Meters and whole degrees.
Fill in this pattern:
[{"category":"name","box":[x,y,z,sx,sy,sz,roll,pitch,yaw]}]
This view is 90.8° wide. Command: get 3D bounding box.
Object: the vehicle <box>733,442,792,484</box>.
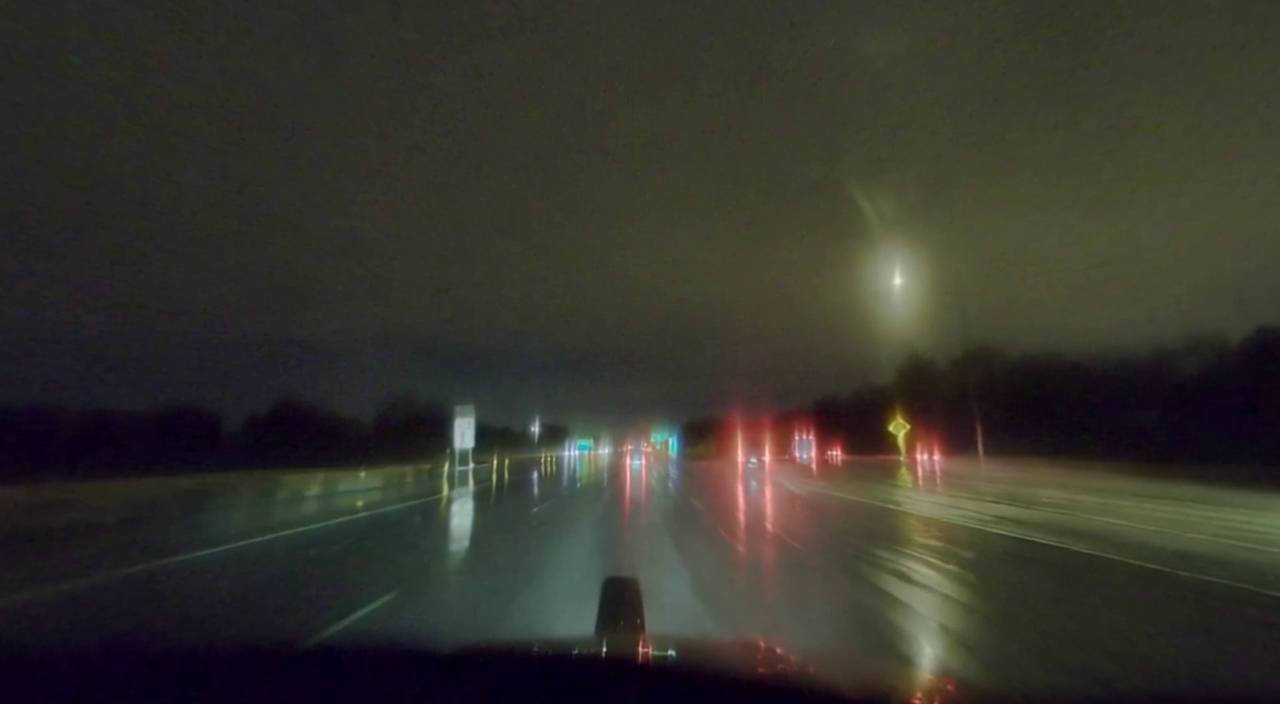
[{"category":"vehicle","box":[5.511,5.018,28.904,2.133,1.746,4.511,-1,-9,5]}]
